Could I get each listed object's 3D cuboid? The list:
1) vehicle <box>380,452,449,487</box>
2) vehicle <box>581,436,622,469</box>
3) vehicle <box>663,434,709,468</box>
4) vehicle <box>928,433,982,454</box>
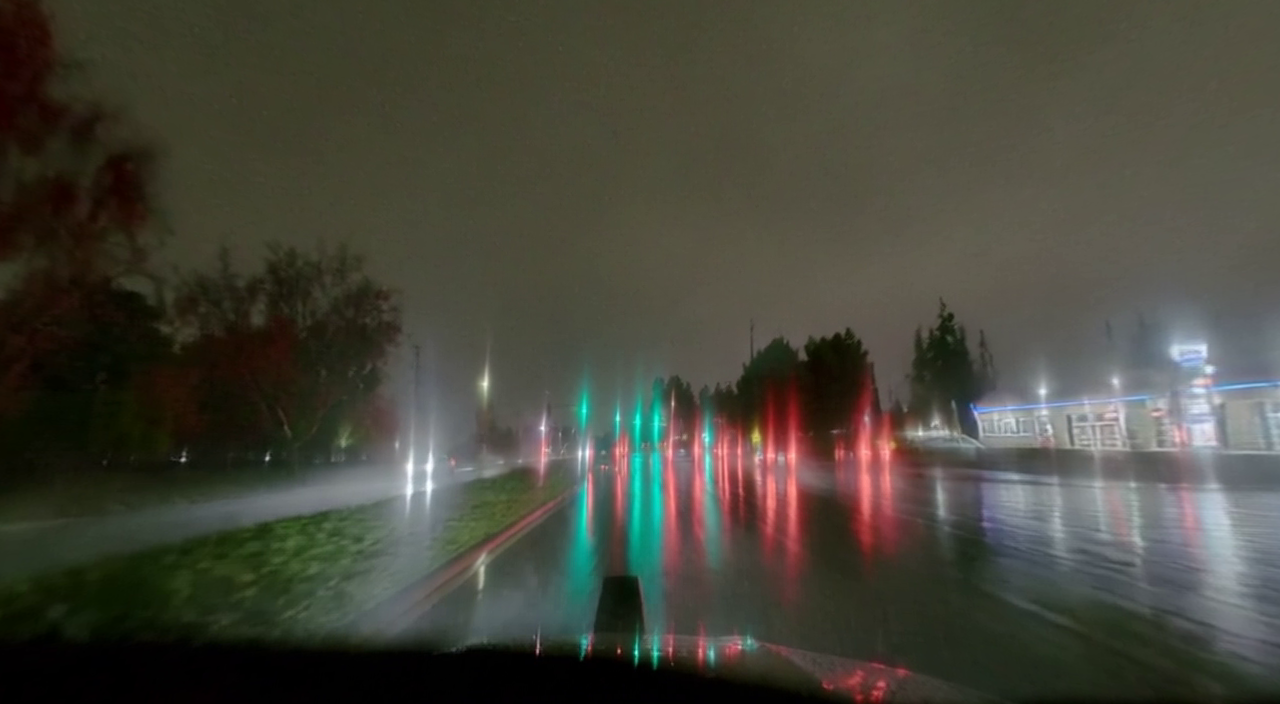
[{"bbox_3d":[-11.917,6.224,33.694,1.934,1.674,4.445,0,-8,1],"label":"vehicle"},{"bbox_3d":[-2.379,6.057,38.235,2.261,1.820,4.255,1,-9,-6],"label":"vehicle"},{"bbox_3d":[2.546,5.685,36.239,2.140,1.800,4.660,0,-8,-2],"label":"vehicle"},{"bbox_3d":[24.140,7.045,48.528,1.805,1.460,4.326,0,-9,-2],"label":"vehicle"}]
